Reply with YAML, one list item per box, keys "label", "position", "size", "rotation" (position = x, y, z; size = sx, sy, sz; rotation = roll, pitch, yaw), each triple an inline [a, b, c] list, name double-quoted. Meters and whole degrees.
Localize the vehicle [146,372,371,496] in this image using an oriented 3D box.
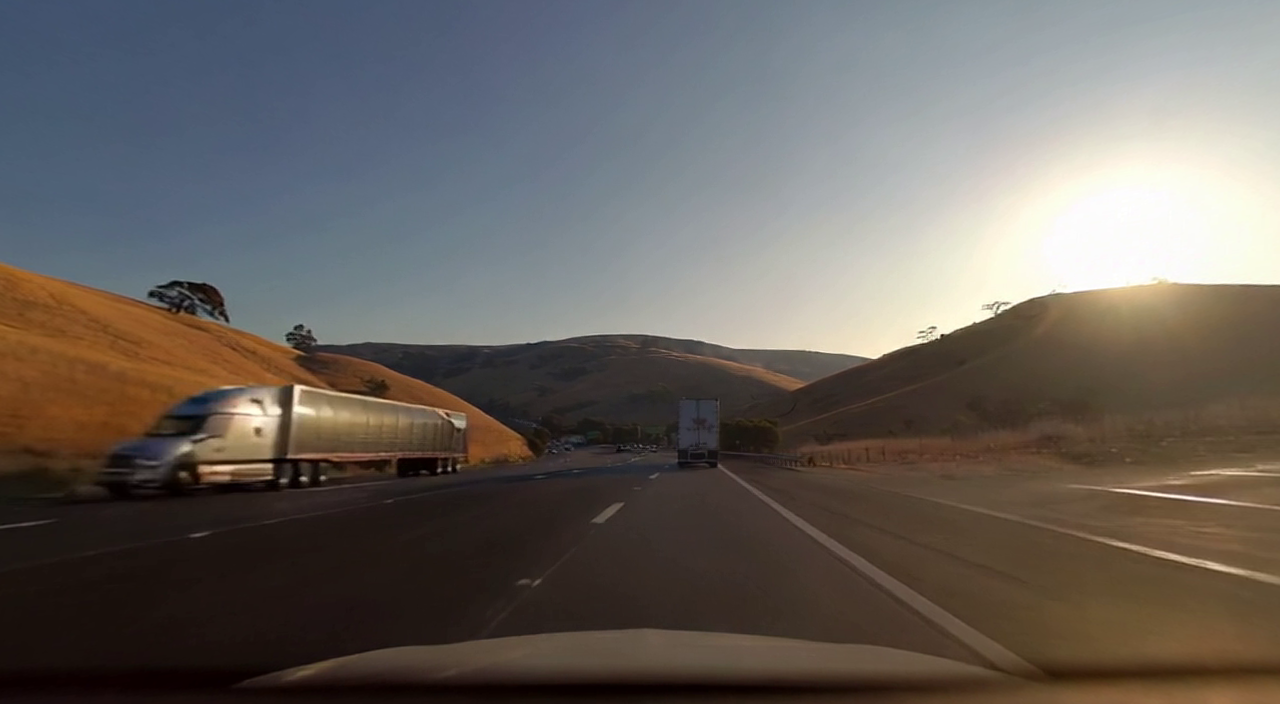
- label: "vehicle"
  position: [-14.389, 3.323, 25.061]
  size: [3.008, 4.037, 8.612]
  rotation: [-1, -9, 4]
